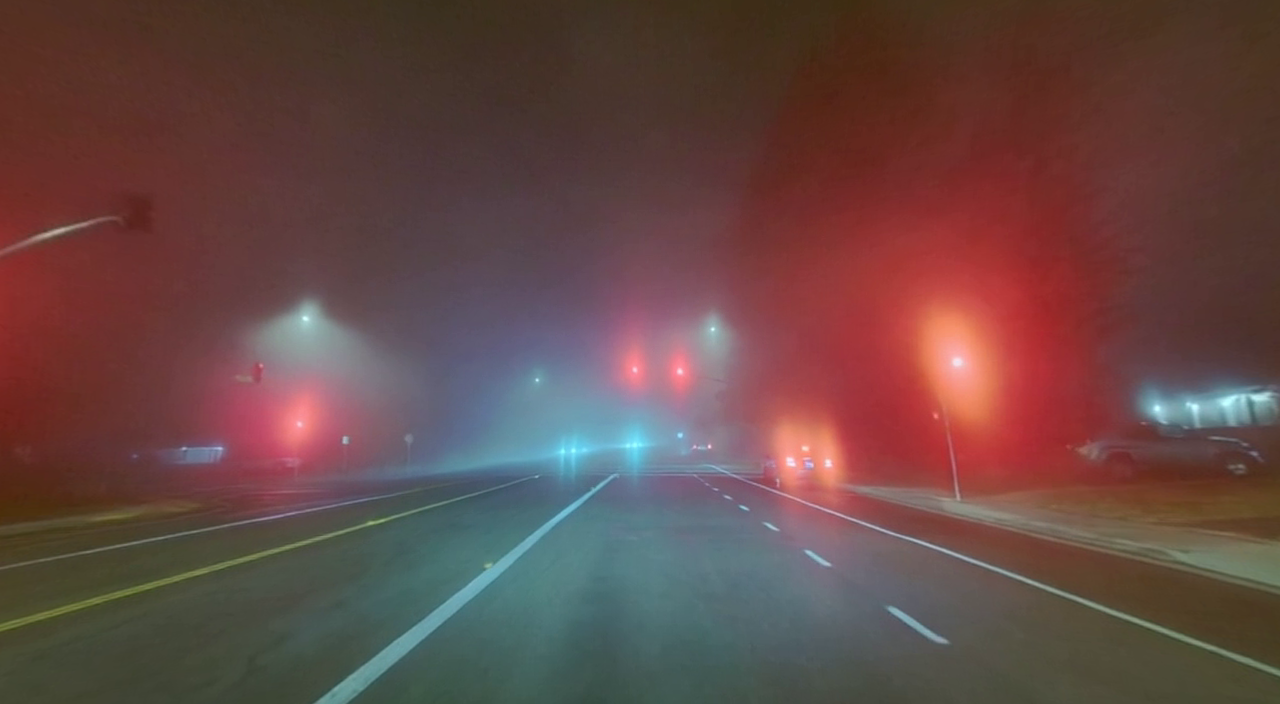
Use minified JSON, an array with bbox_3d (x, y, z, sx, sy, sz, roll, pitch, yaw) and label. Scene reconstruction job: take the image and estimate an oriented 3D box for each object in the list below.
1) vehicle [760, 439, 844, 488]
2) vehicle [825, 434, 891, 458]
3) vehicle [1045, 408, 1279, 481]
[{"bbox_3d":[5.673,3.936,22.582,1.950,1.567,4.083,0,-8,1],"label":"vehicle"},{"bbox_3d":[14.870,6.419,43.174,3.769,1.598,1.987,0,-8,1],"label":"vehicle"},{"bbox_3d":[13.319,2.361,16.055,4.474,1.710,2.148,0,-8,1],"label":"vehicle"}]
